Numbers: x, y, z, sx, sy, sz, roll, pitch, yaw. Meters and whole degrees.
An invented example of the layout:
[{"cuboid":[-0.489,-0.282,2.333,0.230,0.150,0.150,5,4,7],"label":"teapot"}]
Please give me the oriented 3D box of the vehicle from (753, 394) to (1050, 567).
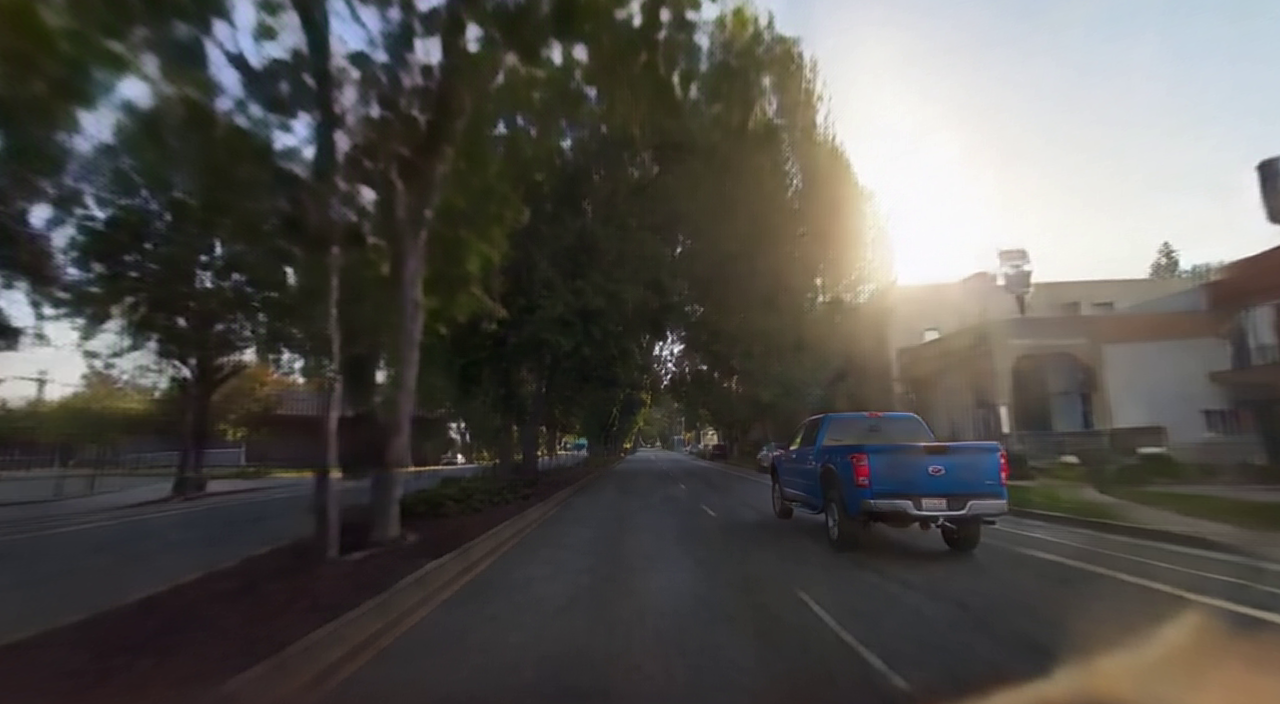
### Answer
[{"cuboid":[3.280,1.770,9.462,2.085,1.828,5.383,0,-8,-1],"label":"vehicle"}]
